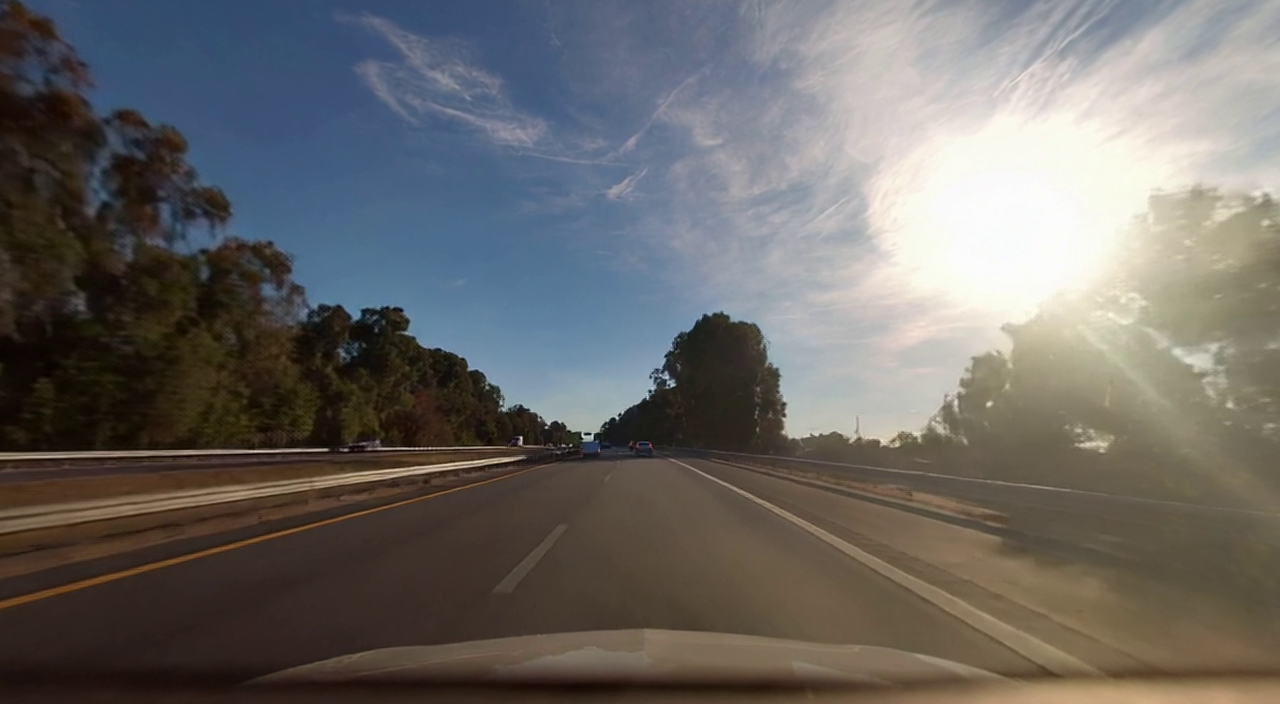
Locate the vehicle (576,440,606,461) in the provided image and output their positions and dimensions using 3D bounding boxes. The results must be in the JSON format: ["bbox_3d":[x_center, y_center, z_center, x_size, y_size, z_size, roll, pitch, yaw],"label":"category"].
[{"bbox_3d":[-3.768,7.623,48.869,2.057,1.514,3.845,0,-8,0],"label":"vehicle"}]
